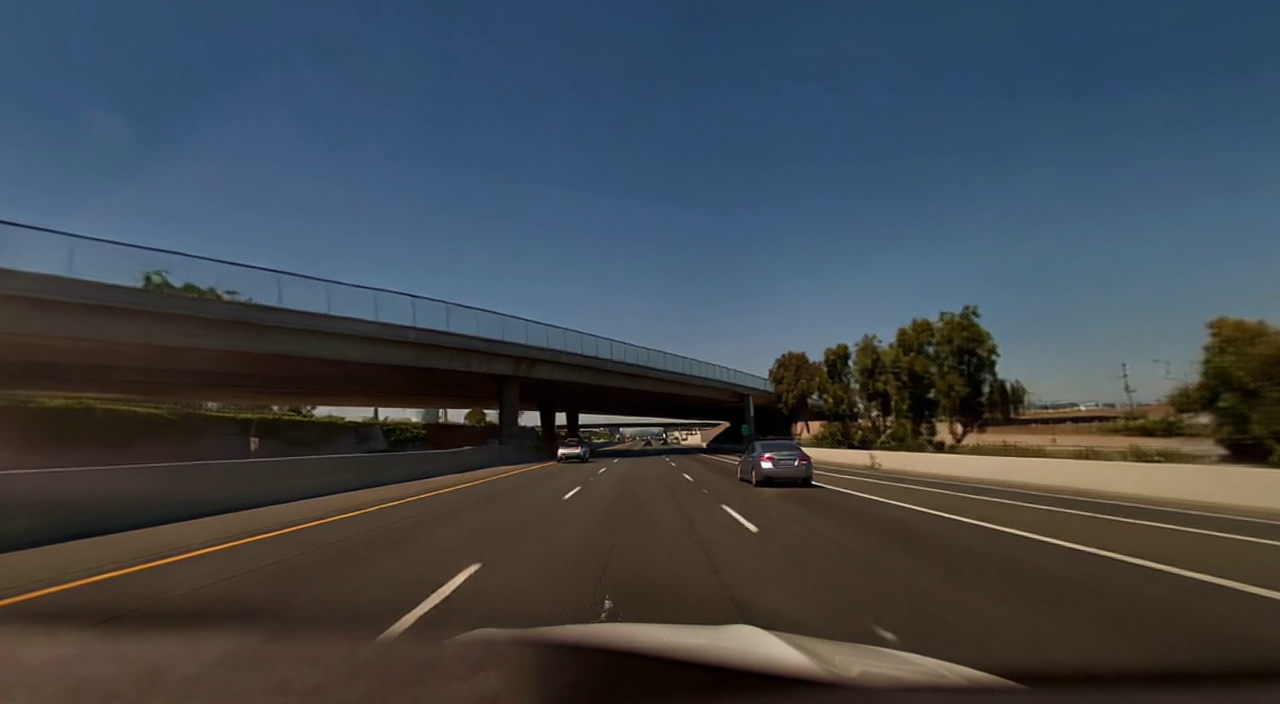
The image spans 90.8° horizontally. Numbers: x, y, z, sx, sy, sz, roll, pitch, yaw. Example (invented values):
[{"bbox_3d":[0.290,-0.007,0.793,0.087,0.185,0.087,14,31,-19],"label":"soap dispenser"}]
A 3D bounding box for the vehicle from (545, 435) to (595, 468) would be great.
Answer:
[{"bbox_3d":[-3.673,5.329,33.850,2.048,1.618,4.424,0,-8,1],"label":"vehicle"}]

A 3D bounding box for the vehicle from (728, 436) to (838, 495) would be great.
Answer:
[{"bbox_3d":[3.970,3.236,18.368,2.060,1.485,4.274,0,-8,-2],"label":"vehicle"}]
